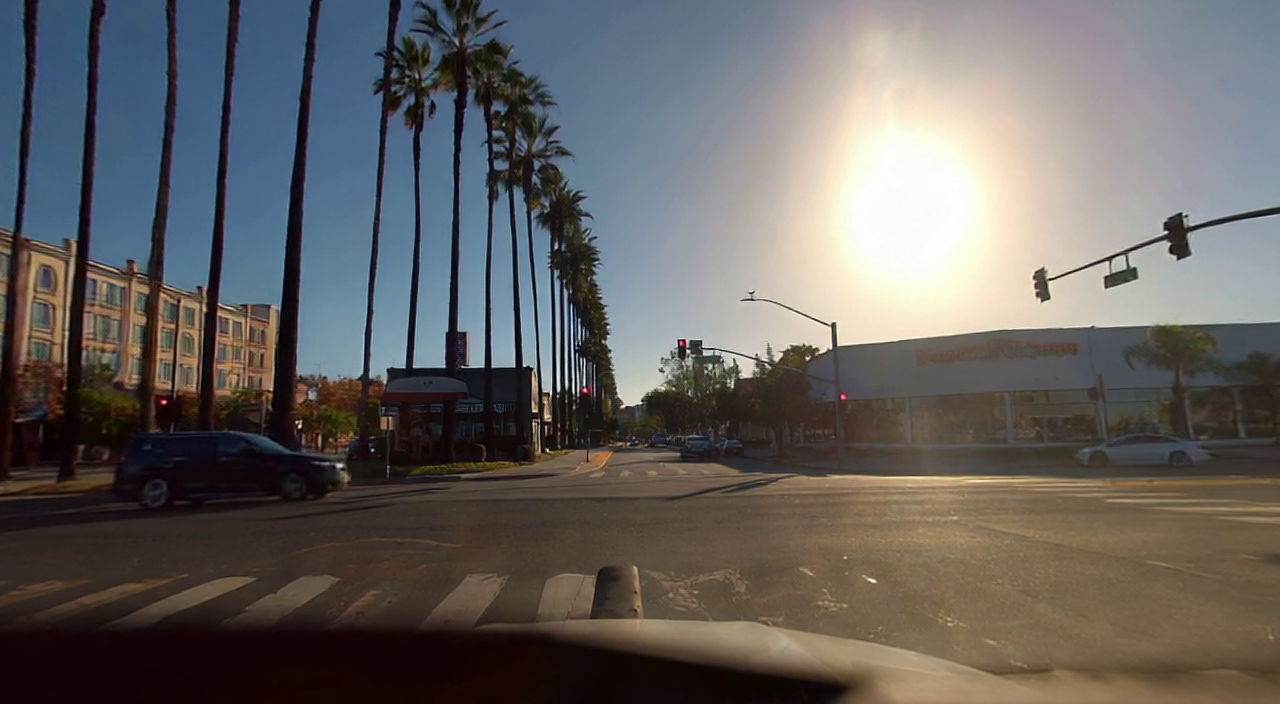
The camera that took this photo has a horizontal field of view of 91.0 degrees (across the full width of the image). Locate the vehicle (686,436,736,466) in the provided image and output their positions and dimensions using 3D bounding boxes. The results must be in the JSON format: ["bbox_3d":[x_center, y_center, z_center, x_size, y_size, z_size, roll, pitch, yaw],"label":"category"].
[{"bbox_3d":[4.248,5.794,37.018,1.999,1.653,4.603,-3,-9,18],"label":"vehicle"}]

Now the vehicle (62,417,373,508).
[{"bbox_3d":[-9.738,2.604,15.025,5.619,1.951,2.321,0,-8,-3],"label":"vehicle"}]

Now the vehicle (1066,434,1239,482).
[{"bbox_3d":[19.815,4.100,24.590,4.722,1.717,2.000,-2,-9,13],"label":"vehicle"}]
